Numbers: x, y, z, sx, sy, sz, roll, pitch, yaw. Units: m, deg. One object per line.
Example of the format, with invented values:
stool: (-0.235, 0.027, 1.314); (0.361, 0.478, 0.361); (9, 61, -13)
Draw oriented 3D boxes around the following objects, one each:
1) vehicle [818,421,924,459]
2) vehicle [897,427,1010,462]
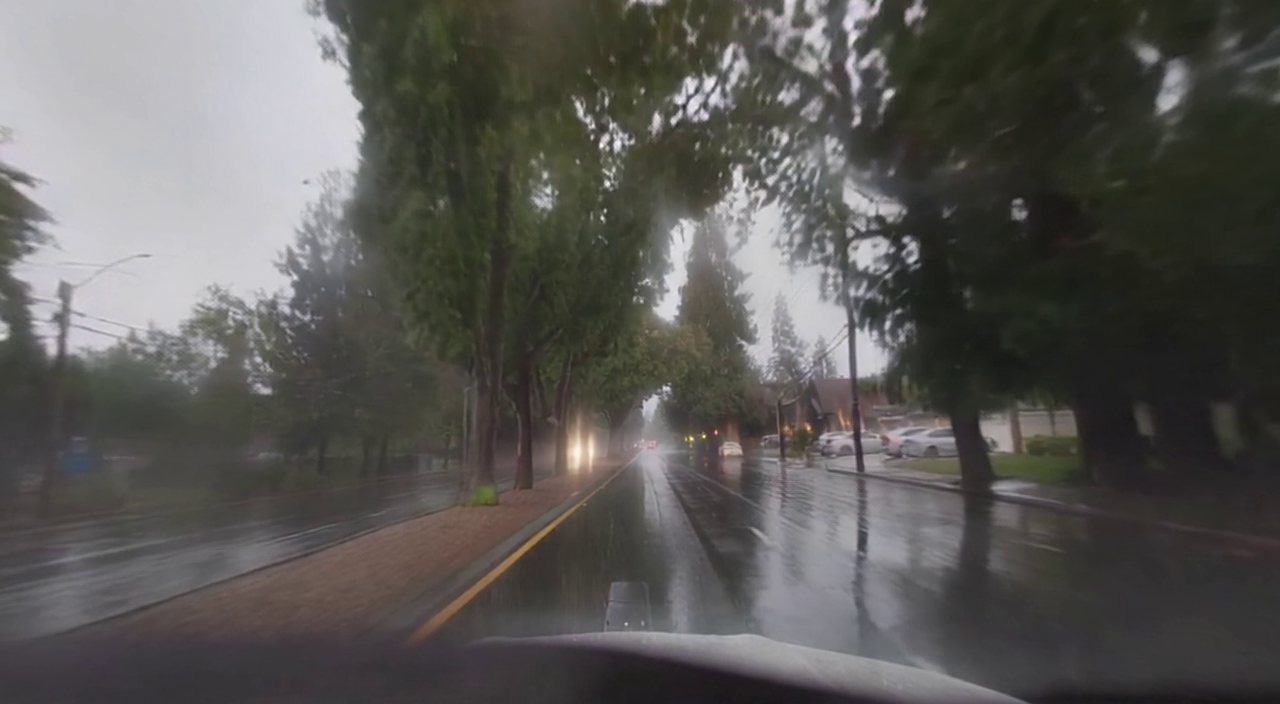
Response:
vehicle: (14.890, 5.699, 40.934); (5.886, 2.000, 2.372); (-4, -8, 5)
vehicle: (15.198, 4.527, 30.716); (4.455, 1.588, 1.858); (1, -9, -2)
